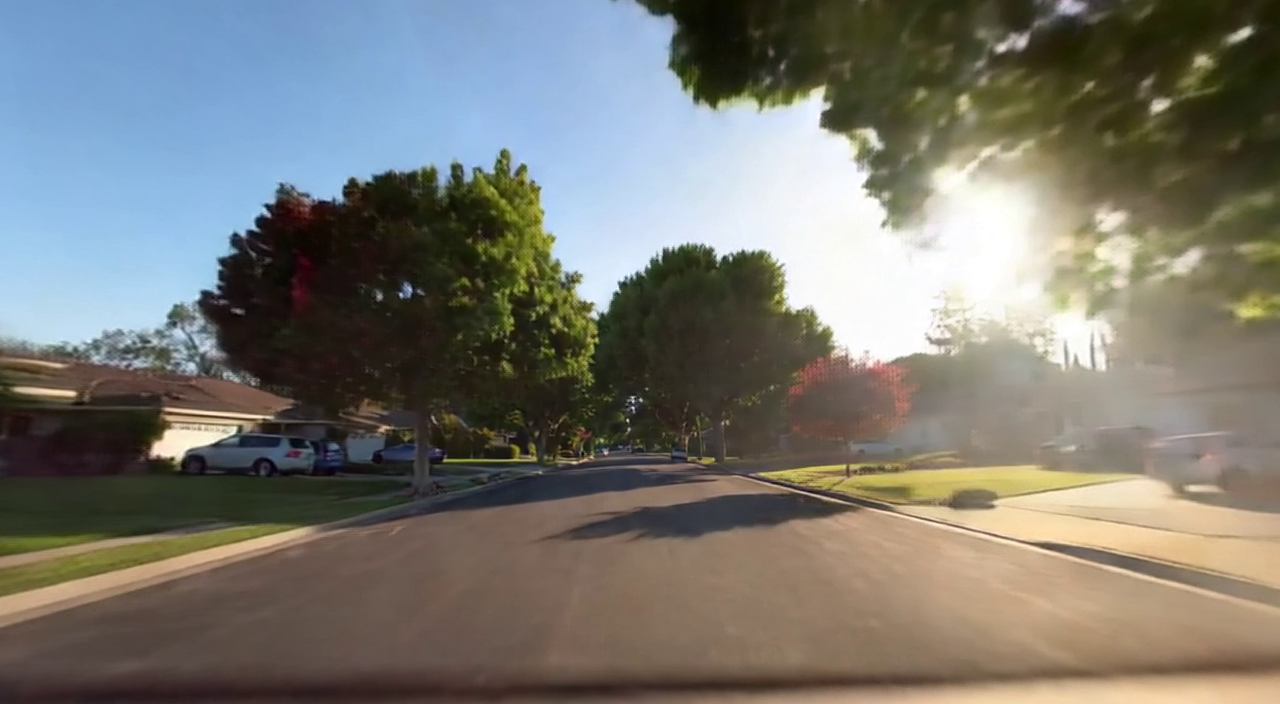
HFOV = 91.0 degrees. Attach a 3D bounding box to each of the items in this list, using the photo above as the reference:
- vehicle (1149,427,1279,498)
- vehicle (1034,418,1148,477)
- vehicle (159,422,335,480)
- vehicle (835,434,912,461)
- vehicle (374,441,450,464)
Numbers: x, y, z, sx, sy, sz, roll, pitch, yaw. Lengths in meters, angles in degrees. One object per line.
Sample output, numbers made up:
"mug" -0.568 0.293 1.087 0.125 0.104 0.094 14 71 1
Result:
"vehicle" 15.064 2.527 14.558 4.606 1.545 1.967 -2 -9 12
"vehicle" 16.276 3.504 23.057 2.288 1.880 4.939 -4 -9 23
"vehicle" -15.306 3.868 24.852 2.575 2.031 5.155 -6 -10 34
"vehicle" 15.753 6.414 42.432 4.468 1.728 2.135 3 -8 -20
"vehicle" -15.301 6.753 42.367 4.351 1.474 2.015 0 -9 -1
